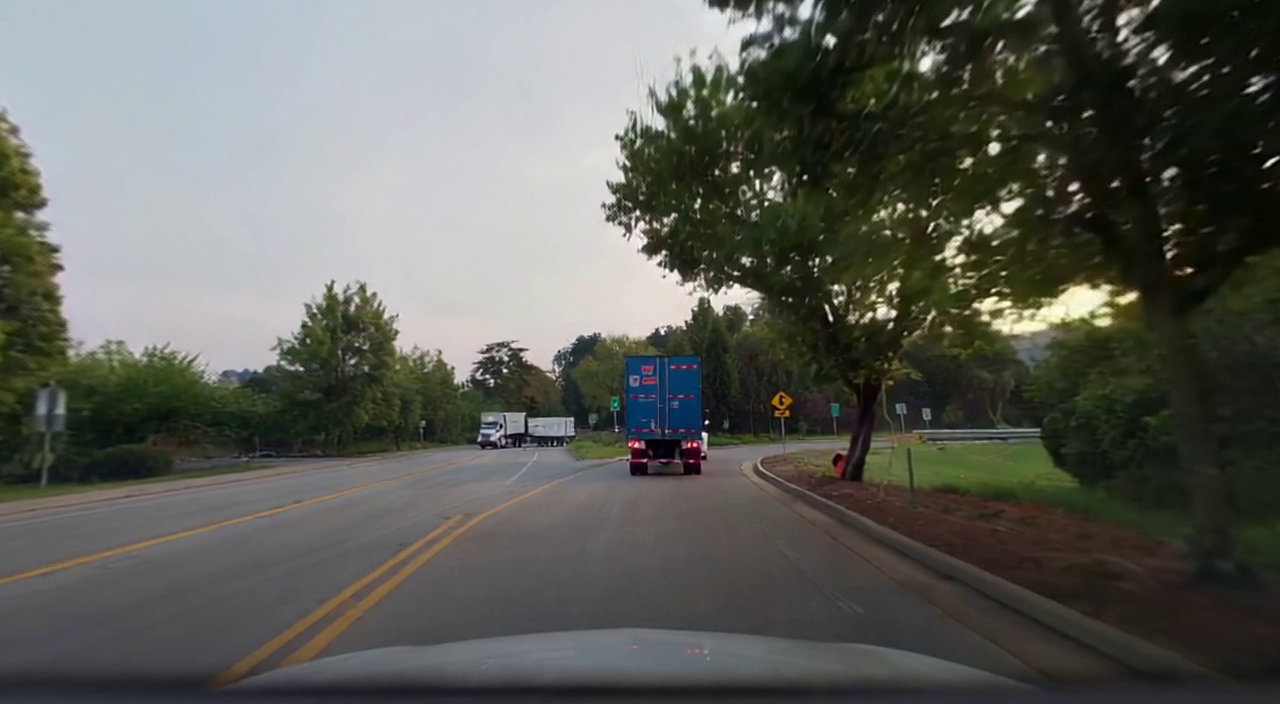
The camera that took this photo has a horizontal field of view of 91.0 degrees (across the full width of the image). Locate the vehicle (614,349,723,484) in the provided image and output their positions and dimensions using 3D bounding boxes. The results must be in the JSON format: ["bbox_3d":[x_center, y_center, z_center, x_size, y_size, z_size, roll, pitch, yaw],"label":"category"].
[{"bbox_3d":[1.349,2.360,21.926,2.937,3.647,9.344,-2,-7,7],"label":"vehicle"}]
